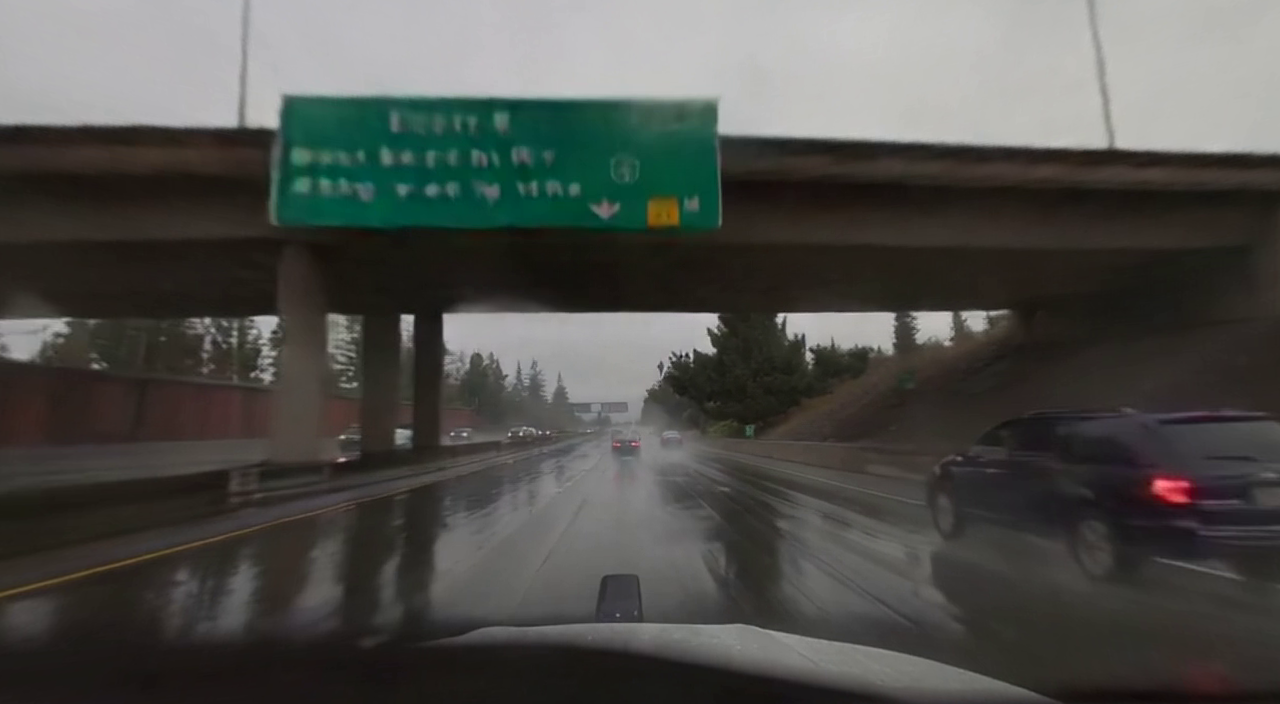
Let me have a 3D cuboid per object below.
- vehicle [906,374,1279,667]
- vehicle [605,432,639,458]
[{"bbox_3d":[4.094,1.179,5.422,1.892,1.600,3.782,0,-8,-1],"label":"vehicle"},{"bbox_3d":[-1.072,5.548,37.753,1.987,1.440,3.565,0,-8,-1],"label":"vehicle"}]
